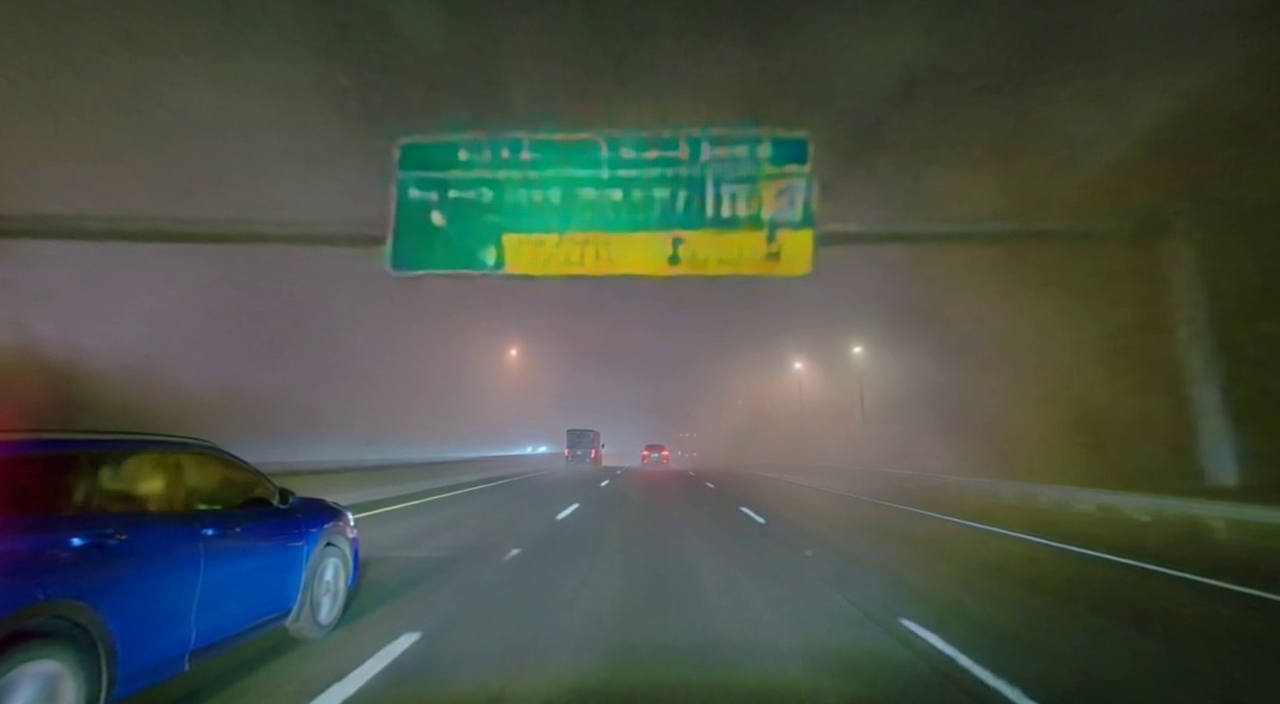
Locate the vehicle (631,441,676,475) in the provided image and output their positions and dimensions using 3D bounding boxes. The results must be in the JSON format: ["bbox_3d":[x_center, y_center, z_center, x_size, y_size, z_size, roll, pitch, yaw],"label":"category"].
[{"bbox_3d":[0.670,5.251,31.428,2.086,1.548,4.325,0,-9,1],"label":"vehicle"}]

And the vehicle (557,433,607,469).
[{"bbox_3d":[-3.264,5.708,36.422,2.264,1.901,4.647,0,-9,2],"label":"vehicle"}]
